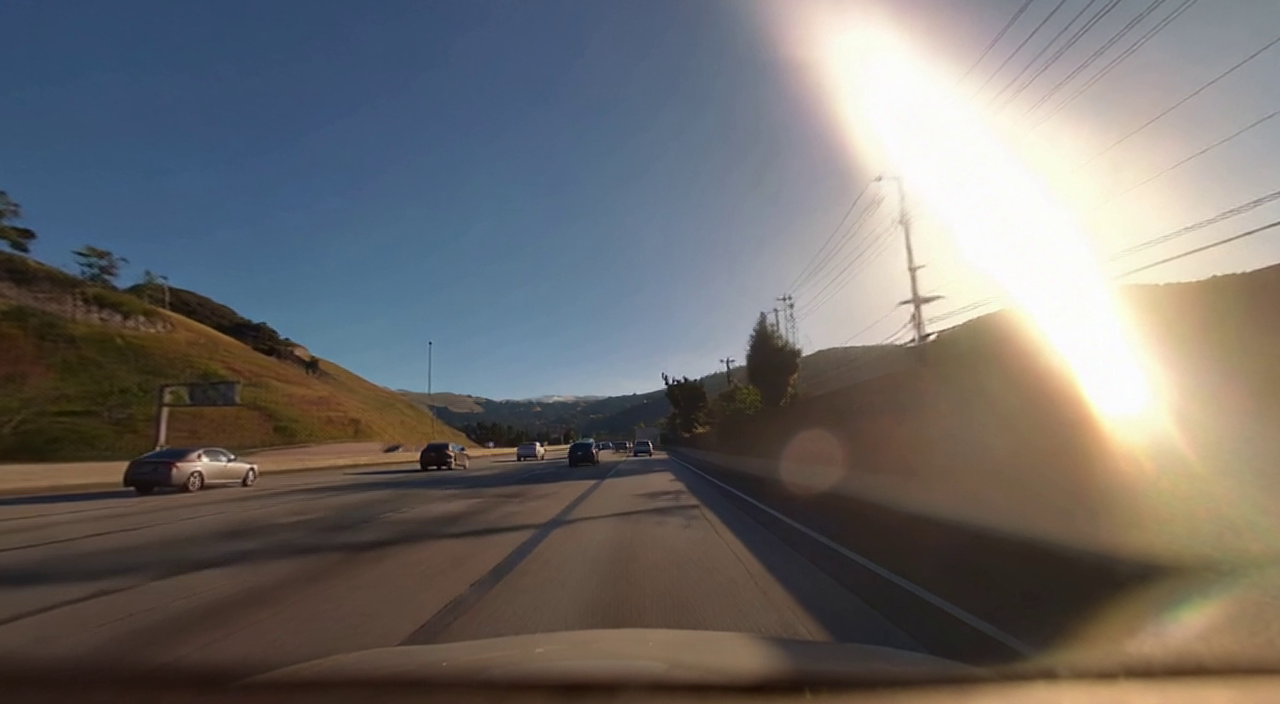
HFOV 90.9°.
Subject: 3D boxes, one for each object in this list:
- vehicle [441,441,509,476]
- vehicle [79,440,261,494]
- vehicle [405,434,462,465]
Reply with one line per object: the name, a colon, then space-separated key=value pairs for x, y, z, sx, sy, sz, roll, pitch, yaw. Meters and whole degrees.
vehicle: x=-7.448 y=4.826 z=28.865 sx=1.899 sy=1.472 sz=4.202 roll=0 pitch=-9 yaw=1
vehicle: x=-14.375 y=3.533 z=19.758 sx=1.885 sy=1.474 sz=4.849 roll=0 pitch=-9 yaw=1
vehicle: x=-14.141 y=6.731 z=43.527 sx=2.172 sy=1.946 sz=5.017 roll=0 pitch=-9 yaw=1
